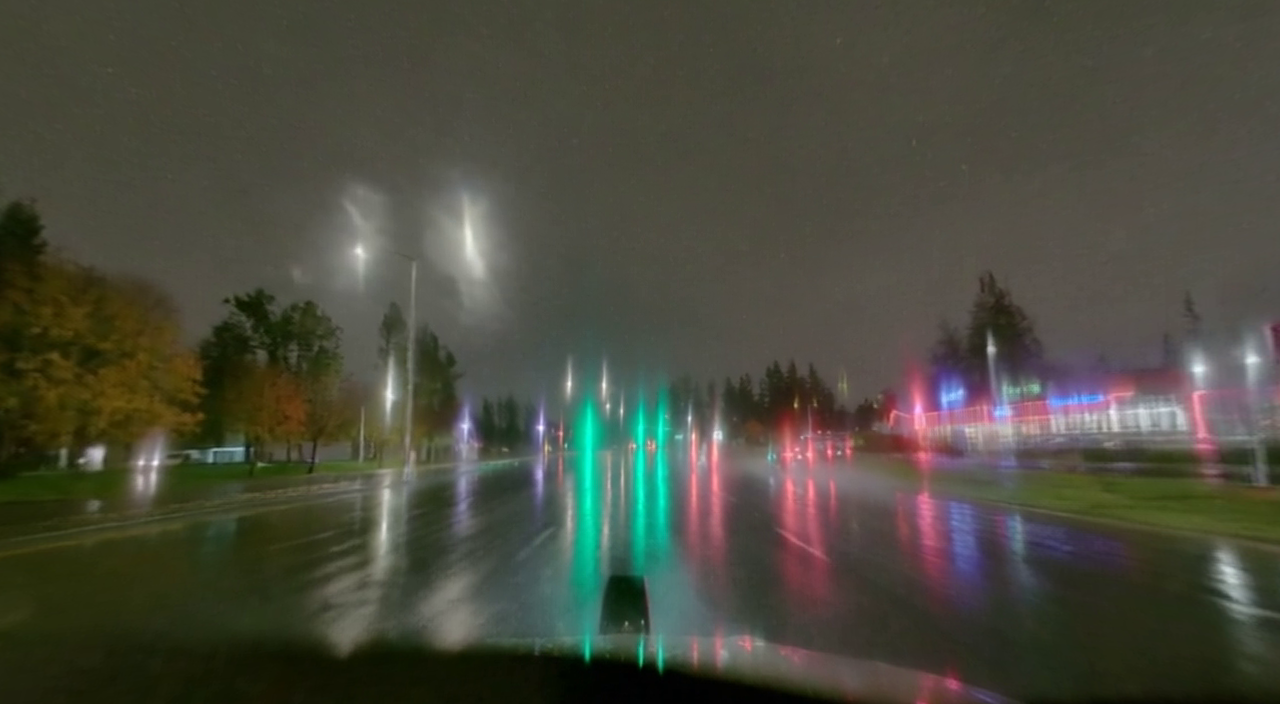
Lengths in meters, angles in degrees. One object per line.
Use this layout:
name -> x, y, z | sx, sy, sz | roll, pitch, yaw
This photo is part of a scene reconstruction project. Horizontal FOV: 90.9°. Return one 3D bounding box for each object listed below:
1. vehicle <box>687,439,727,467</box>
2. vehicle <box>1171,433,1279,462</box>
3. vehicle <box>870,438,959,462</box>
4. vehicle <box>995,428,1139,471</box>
vehicle -> 4.221, 6.494, 40.592 | 2.007, 1.683, 4.171 | 0, -8, -1
vehicle -> 32.276, 5.175, 34.181 | 5.080, 1.504, 1.946 | -8, -12, 44
vehicle -> 17.202, 6.164, 39.597 | 4.685, 1.478, 1.849 | -1, -9, 2
vehicle -> 17.731, 4.066, 26.390 | 4.386, 1.701, 2.121 | -1, -8, 3
